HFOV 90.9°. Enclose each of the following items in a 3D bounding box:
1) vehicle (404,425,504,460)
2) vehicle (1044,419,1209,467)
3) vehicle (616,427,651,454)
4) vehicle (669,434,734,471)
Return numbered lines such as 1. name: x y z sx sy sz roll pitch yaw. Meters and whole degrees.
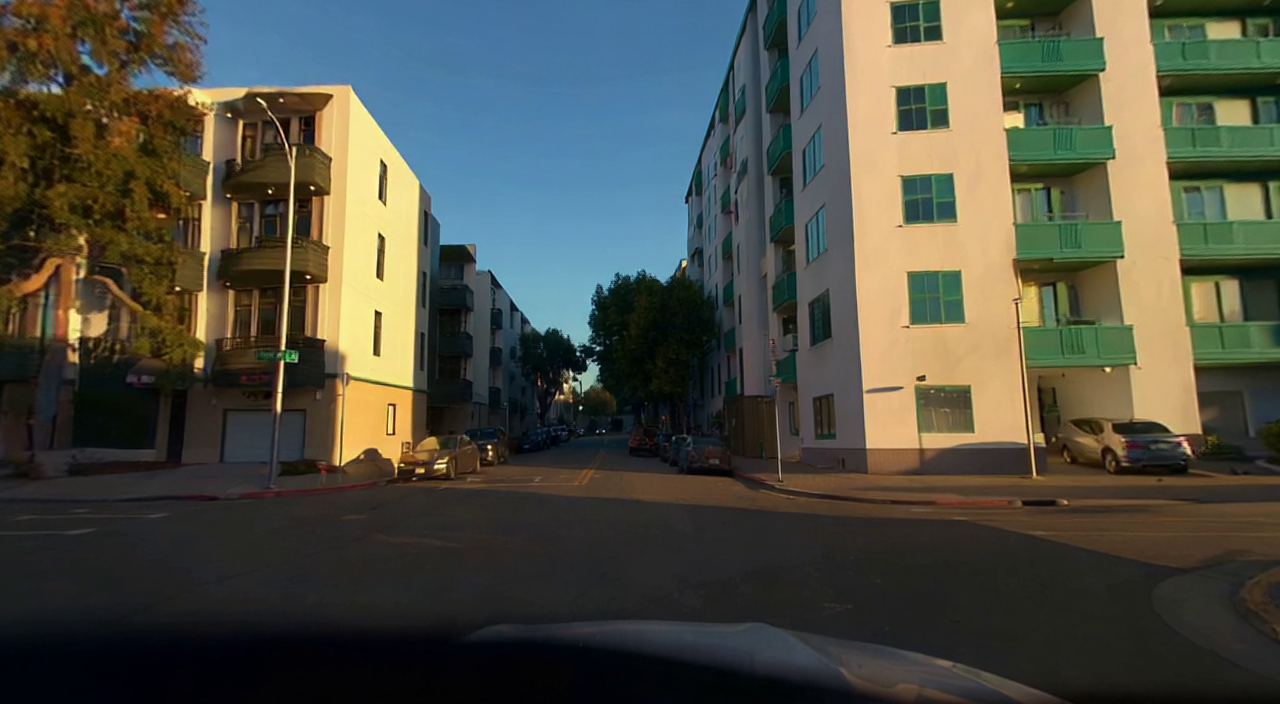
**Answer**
1. vehicle: -11.427 5.591 38.882 5.540 1.950 2.113 4 -12 -28
2. vehicle: 15.420 2.914 20.140 3.752 1.453 1.709 0 -9 2
3. vehicle: -0.456 6.410 45.664 2.412 1.834 4.636 0 -8 0
4. vehicle: 2.527 4.295 27.059 2.290 1.456 4.503 0 -9 -1
